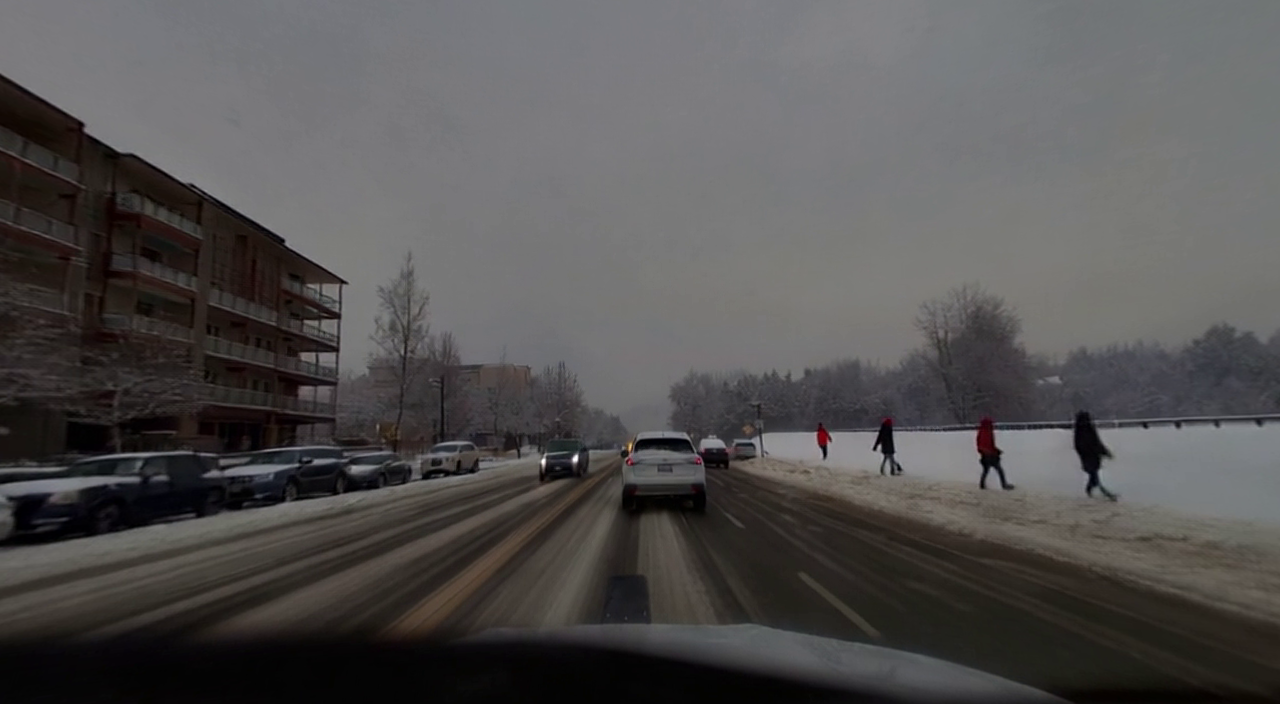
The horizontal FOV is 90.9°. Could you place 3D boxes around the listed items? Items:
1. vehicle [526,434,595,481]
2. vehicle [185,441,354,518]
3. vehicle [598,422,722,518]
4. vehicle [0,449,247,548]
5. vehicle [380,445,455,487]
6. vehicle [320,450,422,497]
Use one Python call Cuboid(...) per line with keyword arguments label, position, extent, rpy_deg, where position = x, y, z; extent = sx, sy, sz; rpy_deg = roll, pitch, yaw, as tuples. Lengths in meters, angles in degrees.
Cuboid(label="vehicle", position=(-3.057, 4.189, 25.270), extent=(2.086, 1.702, 4.451), rpy_deg=(0, -9, 1))
Cuboid(label="vehicle", position=(-10.318, 3.522, 18.111), extent=(1.940, 1.816, 4.721), rpy_deg=(-1, -7, 1))
Cuboid(label="vehicle", position=(0.323, 2.324, 12.819), extent=(2.132, 1.632, 3.838), rpy_deg=(0, -9, 0))
Cuboid(label="vehicle", position=(-10.420, 2.831, 12.915), extent=(1.869, 1.647, 4.281), rpy_deg=(0, -9, 1))
Cuboid(label="vehicle", position=(-10.286, 5.284, 29.522), extent=(1.897, 1.695, 4.431), rpy_deg=(-1, -8, 0))
Cuboid(label="vehicle", position=(-10.169, 4.595, 24.248), extent=(1.860, 1.487, 4.658), rpy_deg=(-1, -8, 0))
